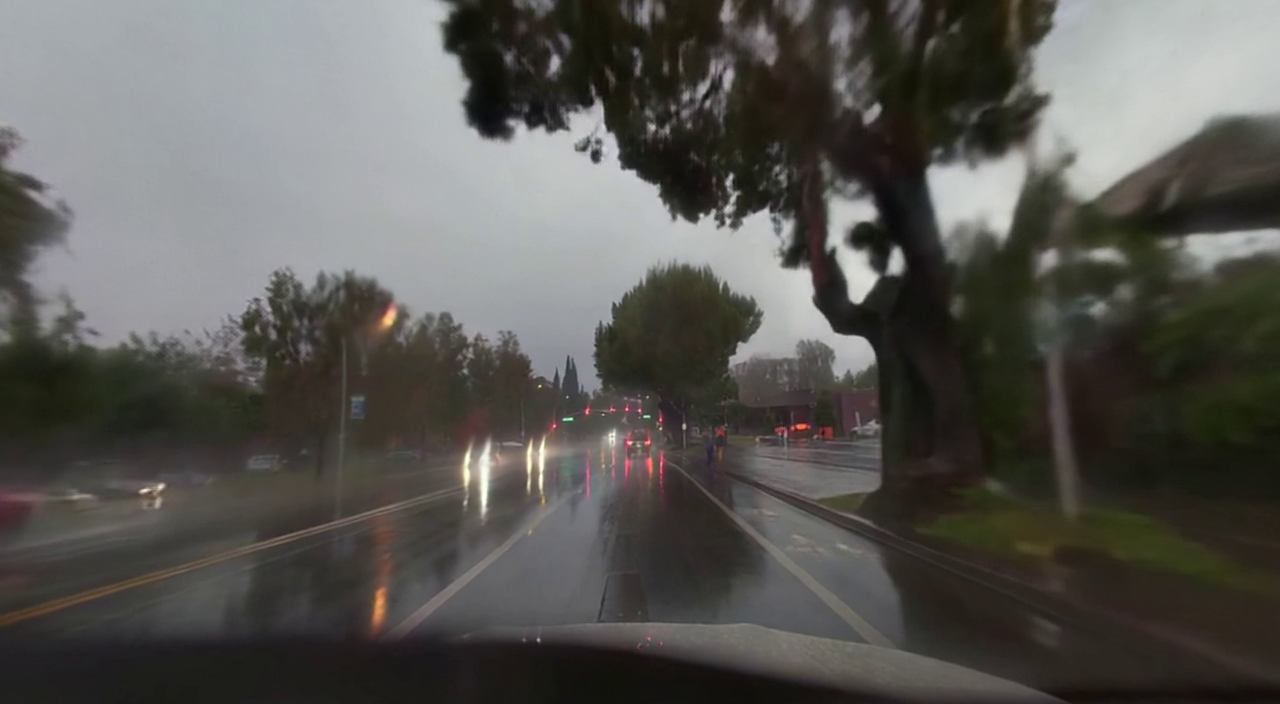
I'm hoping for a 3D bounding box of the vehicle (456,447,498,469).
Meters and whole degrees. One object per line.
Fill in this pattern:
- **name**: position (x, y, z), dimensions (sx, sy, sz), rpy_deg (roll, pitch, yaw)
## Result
- **vehicle**: position (-12.063, 7.848, 47.037), dimensions (2.011, 1.475, 4.536), rpy_deg (0, -8, -1)
